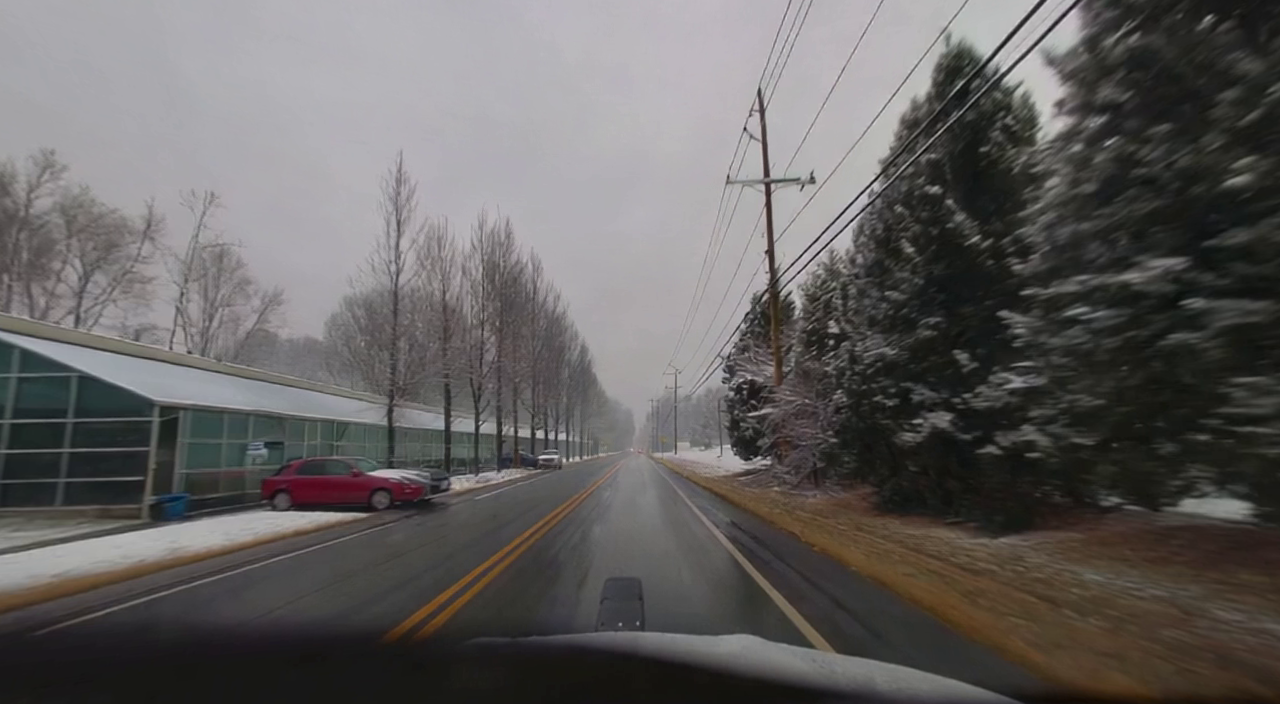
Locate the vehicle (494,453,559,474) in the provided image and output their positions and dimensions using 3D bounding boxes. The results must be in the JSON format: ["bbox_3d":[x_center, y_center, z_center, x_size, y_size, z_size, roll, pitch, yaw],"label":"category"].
[{"bbox_3d":[-8.493,8.359,47.521,4.525,1.499,1.934,0,-9,1],"label":"vehicle"}]

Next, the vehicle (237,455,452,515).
[{"bbox_3d":[-7.985,3.568,17.295,4.954,1.449,2.141,-2,-9,11],"label":"vehicle"}]
